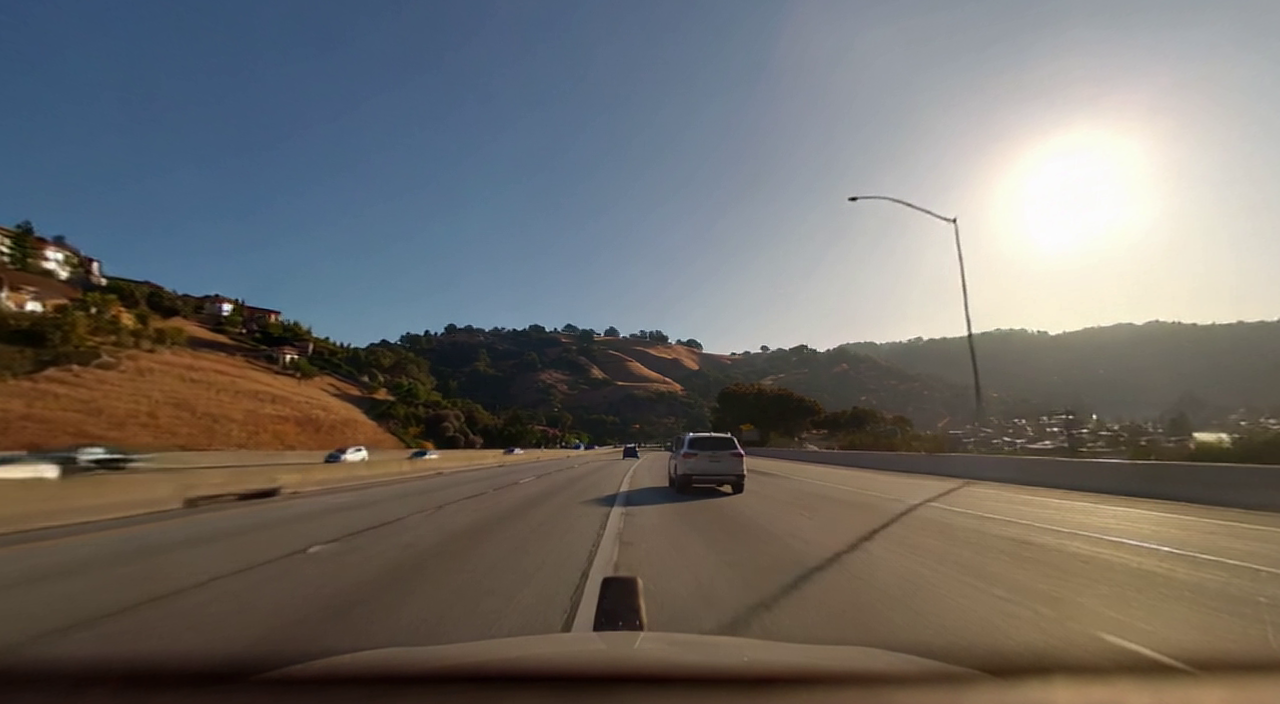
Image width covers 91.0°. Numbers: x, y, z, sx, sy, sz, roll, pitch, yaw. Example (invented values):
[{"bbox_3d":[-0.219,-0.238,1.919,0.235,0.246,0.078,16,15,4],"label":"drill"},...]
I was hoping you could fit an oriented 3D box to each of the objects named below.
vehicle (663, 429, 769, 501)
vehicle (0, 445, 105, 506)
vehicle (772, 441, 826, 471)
[{"bbox_3d":[1.957,3.133,17.875,2.318,1.766,4.587,0,-9,-2],"label":"vehicle"},{"bbox_3d":[-20.071,3.870,19.933,2.085,1.789,4.669,0,-9,1],"label":"vehicle"},{"bbox_3d":[9.566,6.296,38.324,2.043,1.714,4.453,0,-9,-1],"label":"vehicle"}]
